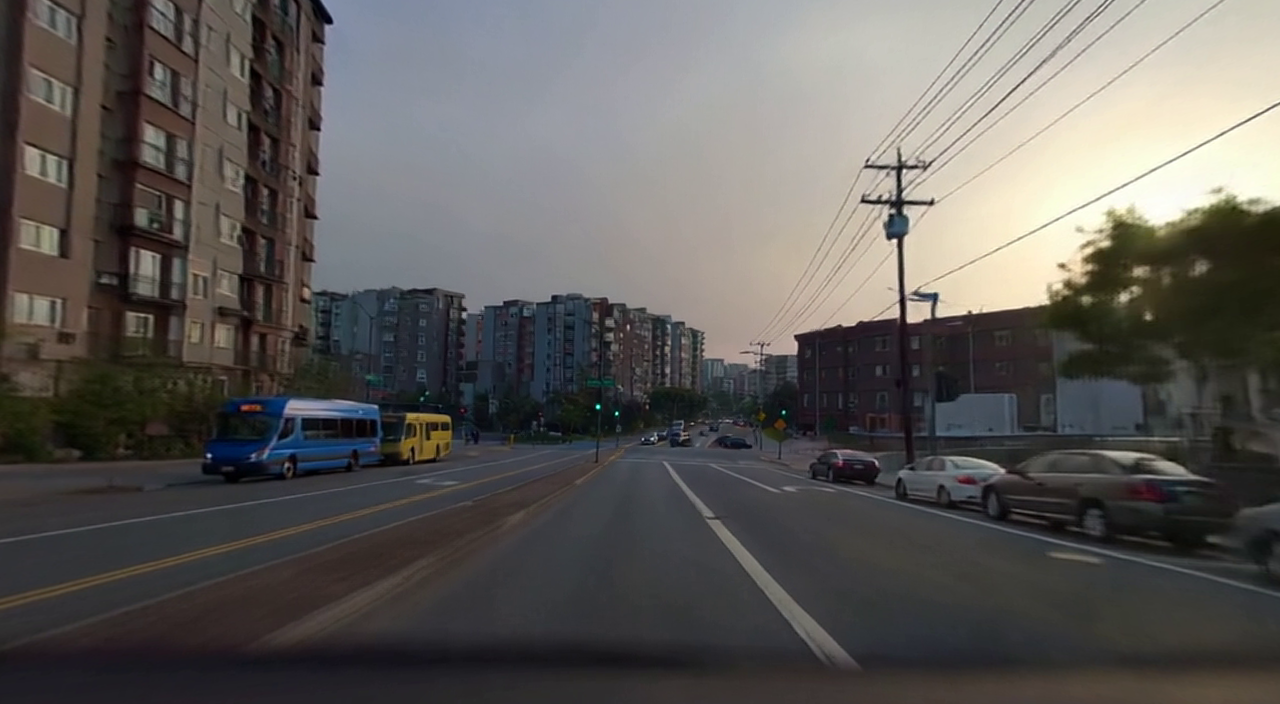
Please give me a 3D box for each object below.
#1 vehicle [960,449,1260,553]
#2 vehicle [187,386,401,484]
[{"bbox_3d":[8.172,2.580,11.762,1.996,1.473,4.740,0,-8,1],"label":"vehicle"},{"bbox_3d":[-13.763,3.573,26.721,3.060,3.307,9.997,-1,-8,2],"label":"vehicle"}]
